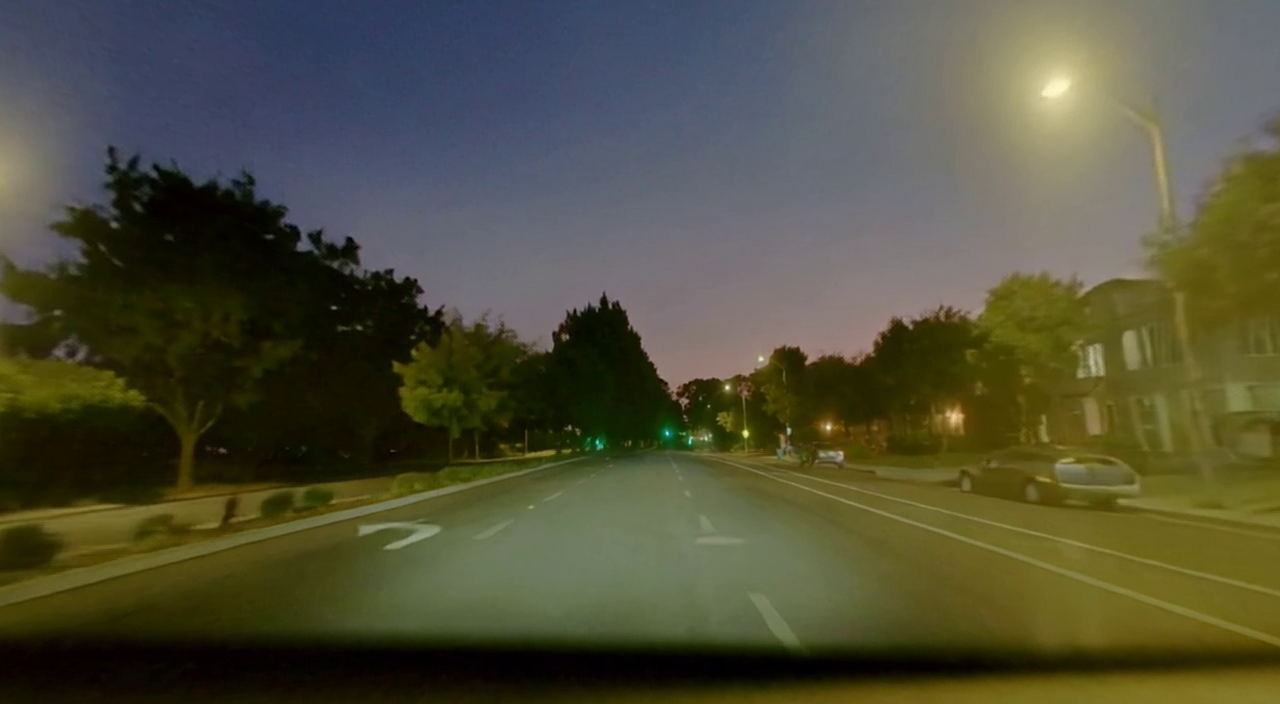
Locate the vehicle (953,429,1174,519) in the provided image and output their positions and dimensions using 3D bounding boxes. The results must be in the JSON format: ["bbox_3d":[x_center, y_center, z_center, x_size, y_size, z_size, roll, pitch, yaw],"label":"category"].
[{"bbox_3d":[9.389,2.717,14.631,1.990,1.728,4.597,0,-9,2],"label":"vehicle"}]

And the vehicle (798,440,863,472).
[{"bbox_3d":[9.868,5.415,33.060,2.076,1.547,4.398,0,-9,1],"label":"vehicle"}]
